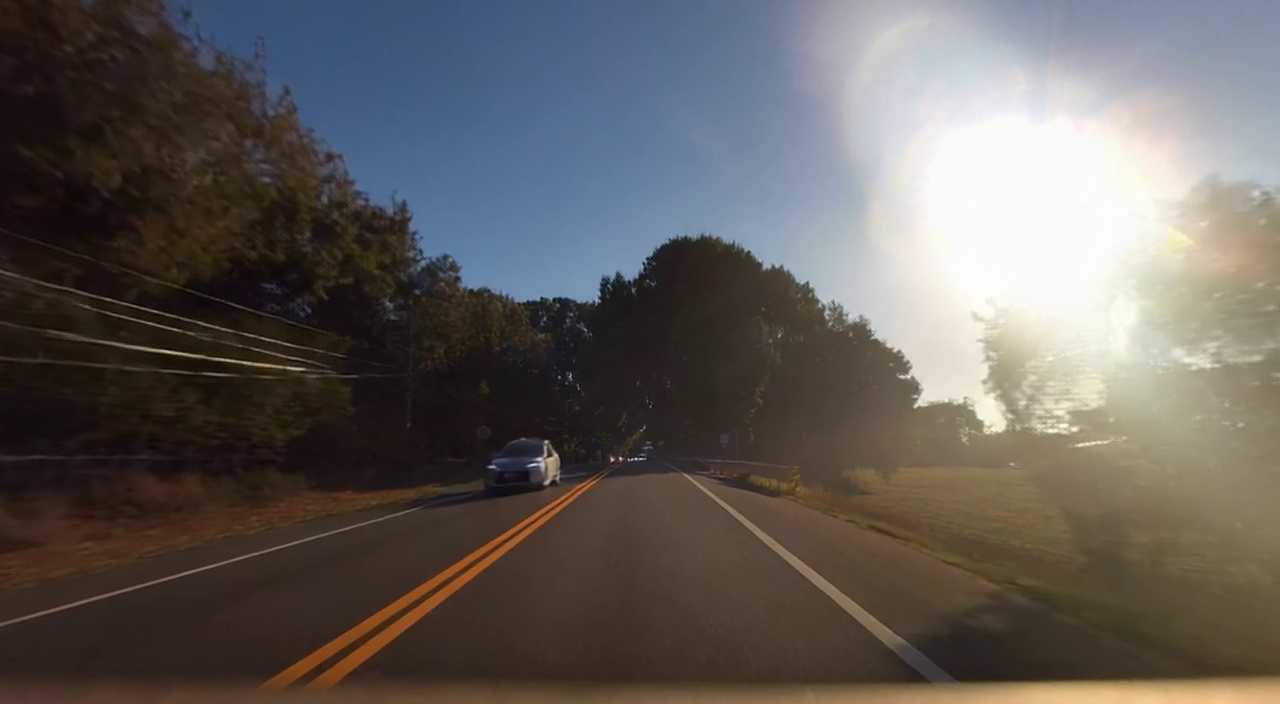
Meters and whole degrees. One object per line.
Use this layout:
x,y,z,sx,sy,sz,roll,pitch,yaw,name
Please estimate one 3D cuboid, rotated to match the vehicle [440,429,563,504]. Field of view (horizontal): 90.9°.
-3.820,3.282,18.696,2.255,1.849,5.576,0,-8,1,vehicle
